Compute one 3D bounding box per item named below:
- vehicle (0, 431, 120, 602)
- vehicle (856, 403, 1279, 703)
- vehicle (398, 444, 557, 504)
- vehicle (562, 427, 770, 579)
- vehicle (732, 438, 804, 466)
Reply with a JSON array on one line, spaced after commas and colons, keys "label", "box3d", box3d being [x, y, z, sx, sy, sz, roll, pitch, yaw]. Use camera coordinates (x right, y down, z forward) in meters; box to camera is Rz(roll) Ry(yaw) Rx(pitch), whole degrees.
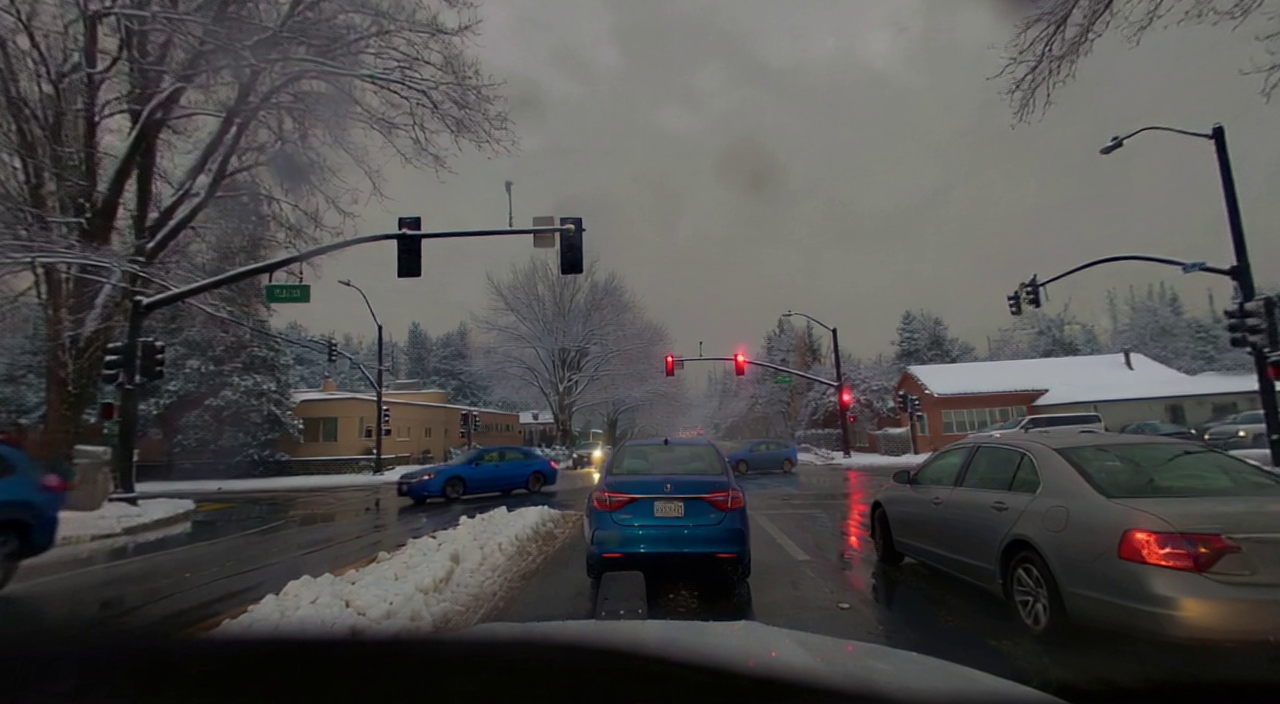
[{"label": "vehicle", "box3d": [-7.995, 1.611, 5.753, 1.988, 1.799, 4.789, -2, -9, 9]}, {"label": "vehicle", "box3d": [3.657, 1.339, 5.428, 1.888, 1.486, 4.681, 0, -9, -1]}, {"label": "vehicle", "box3d": [-4.493, 3.388, 18.098, 1.854, 1.490, 4.229, -6, -10, 32]}, {"label": "vehicle", "box3d": [0.300, 1.817, 8.331, 2.090, 1.505, 3.756, -1, -9, 1]}, {"label": "vehicle", "box3d": [7.993, 6.299, 39.790, 1.936, 1.615, 4.240, 5, -10, -34]}]
